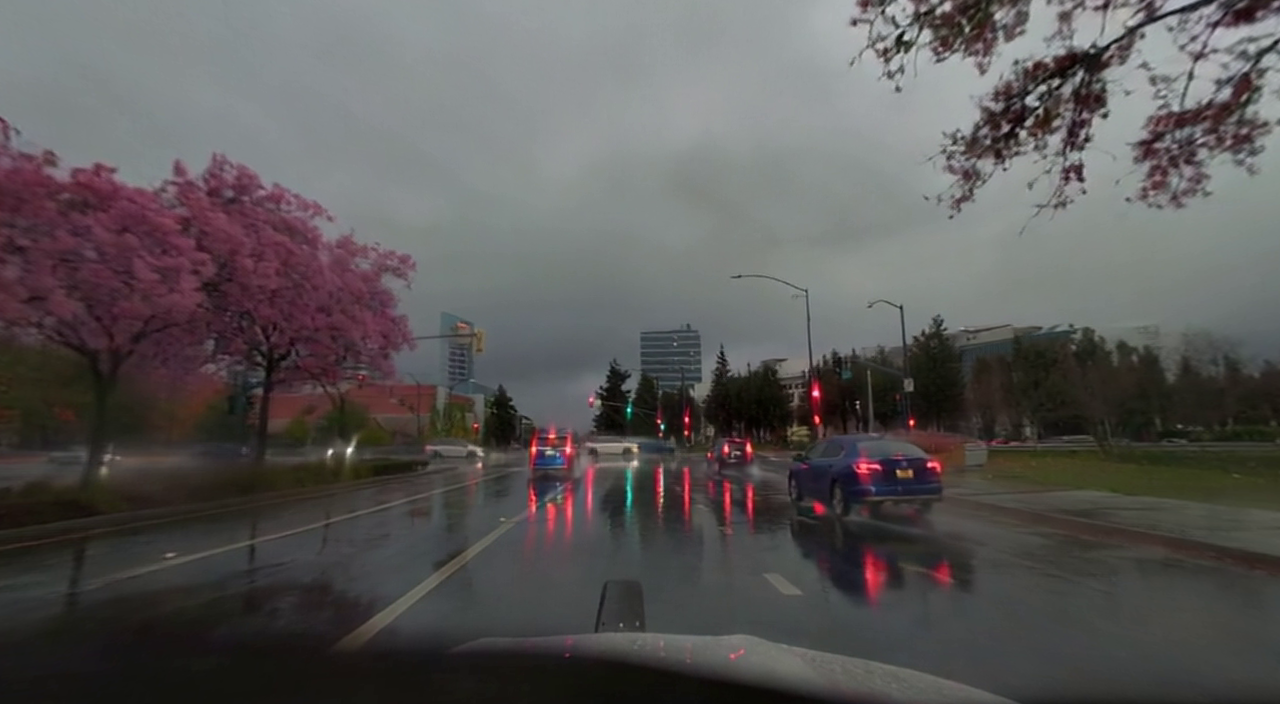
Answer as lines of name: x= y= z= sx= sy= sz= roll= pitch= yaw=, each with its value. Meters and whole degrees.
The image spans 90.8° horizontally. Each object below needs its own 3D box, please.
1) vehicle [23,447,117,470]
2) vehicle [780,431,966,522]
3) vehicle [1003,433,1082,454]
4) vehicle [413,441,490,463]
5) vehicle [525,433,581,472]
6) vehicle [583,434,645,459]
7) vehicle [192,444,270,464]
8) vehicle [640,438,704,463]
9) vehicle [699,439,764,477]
vehicle: x=-39.425 y=7.360 z=43.772 sx=4.526 sy=1.452 sz=1.920 roll=0 pitch=-8 yaw=-2
vehicle: x=4.406 y=2.417 z=12.832 sx=2.019 sy=1.518 sz=4.285 roll=0 pitch=-8 yaw=-2
vehicle: x=31.178 y=7.113 z=49.025 sx=4.845 sy=1.540 sz=1.937 roll=0 pitch=-8 yaw=-1
vehicle: x=-13.205 y=7.013 z=44.444 sx=4.829 sy=1.470 sz=1.874 roll=0 pitch=-8 yaw=-1
vehicle: x=-3.963 y=4.683 z=29.601 sx=1.995 sy=1.703 sz=4.367 roll=0 pitch=-8 yaw=0
vehicle: x=-1.943 y=7.169 z=47.998 sx=4.567 sy=1.810 sz=1.880 roll=0 pitch=-8 yaw=-1
vehicle: x=-30.596 y=7.665 z=47.352 sx=4.549 sy=1.439 sz=1.794 roll=0 pitch=-8 yaw=-1
vehicle: x=2.083 y=6.552 z=42.212 sx=4.089 sy=1.588 sz=1.808 roll=0 pitch=-8 yaw=-2
vehicle: x=3.820 y=4.514 z=27.149 sx=2.007 sy=1.466 sz=4.291 roll=0 pitch=-8 yaw=-2
